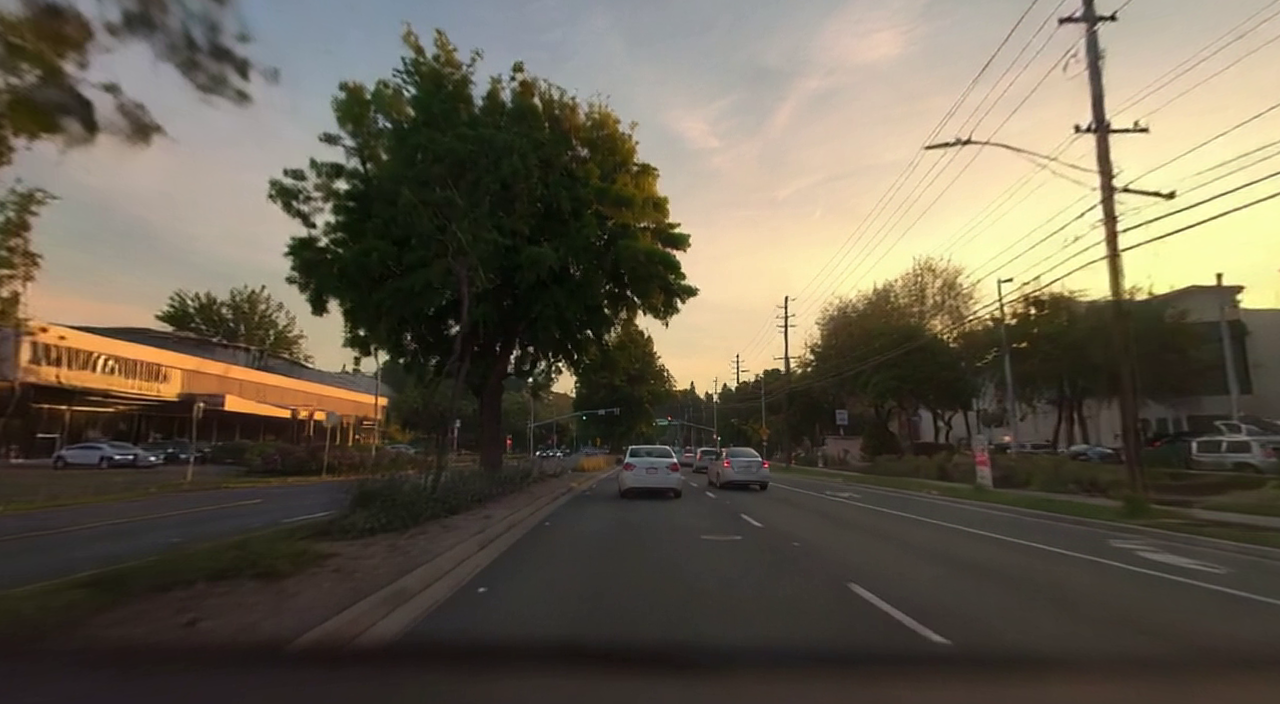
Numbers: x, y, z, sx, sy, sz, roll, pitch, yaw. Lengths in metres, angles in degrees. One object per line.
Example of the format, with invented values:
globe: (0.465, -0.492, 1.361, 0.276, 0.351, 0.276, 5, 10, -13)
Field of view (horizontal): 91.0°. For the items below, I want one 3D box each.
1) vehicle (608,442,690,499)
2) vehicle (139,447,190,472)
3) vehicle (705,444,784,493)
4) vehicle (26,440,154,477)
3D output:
vehicle: (0.183, 3.414, 18.594, 2.144, 1.473, 4.028, 0, -8, -1)
vehicle: (-30.120, 6.783, 39.963, 1.939, 1.459, 3.953, 5, -10, -28)
vehicle: (3.428, 3.886, 21.440, 1.985, 1.489, 4.036, 0, -8, -1)
vehicle: (-30.146, 5.836, 34.660, 4.687, 1.894, 2.149, 2, -9, -11)
